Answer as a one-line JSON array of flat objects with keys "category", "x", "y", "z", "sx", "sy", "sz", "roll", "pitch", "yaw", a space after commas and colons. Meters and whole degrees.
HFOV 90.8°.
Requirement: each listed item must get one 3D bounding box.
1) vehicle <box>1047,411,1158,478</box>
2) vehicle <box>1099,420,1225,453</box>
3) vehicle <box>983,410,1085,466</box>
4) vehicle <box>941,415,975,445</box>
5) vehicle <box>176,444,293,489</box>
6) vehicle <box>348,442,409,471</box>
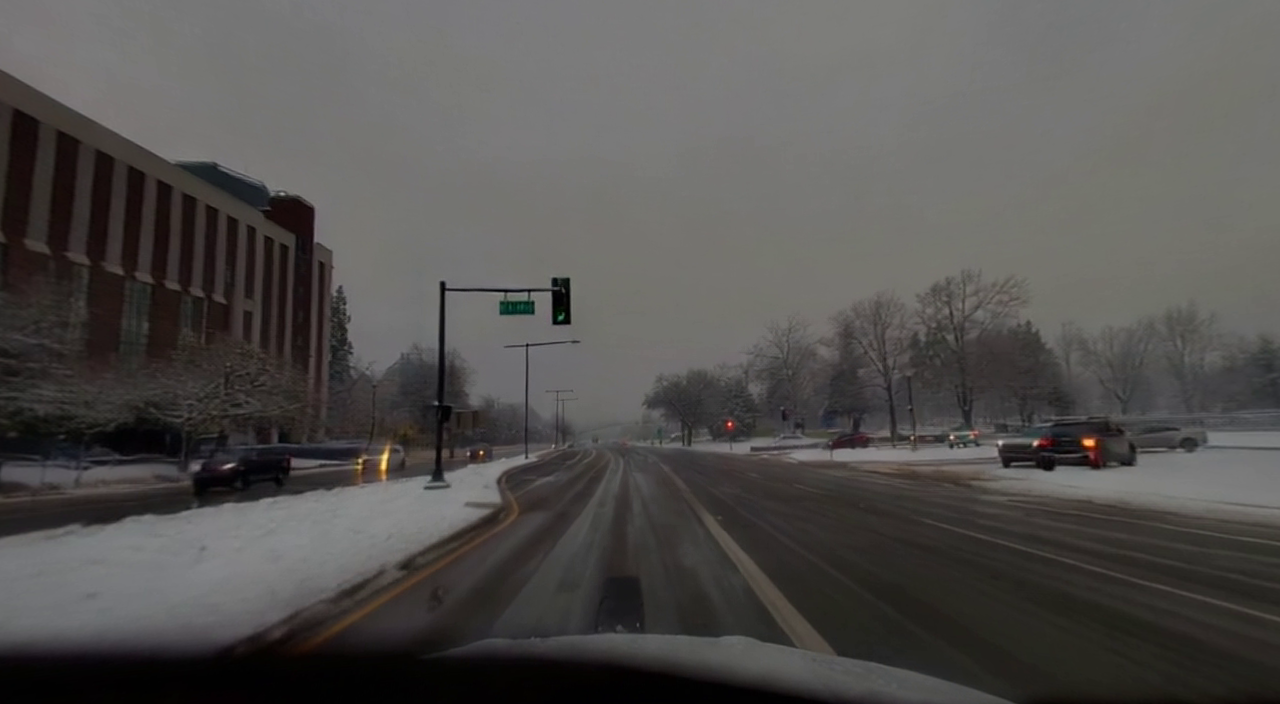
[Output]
[{"category": "vehicle", "x": 17.177, "y": 3.407, "z": 23.656, "sx": 1.686, "sy": 2.284, "sz": 3.164, "roll": -1, "pitch": -7, "yaw": 1}, {"category": "vehicle", "x": 31.547, "y": 5.106, "z": 38.275, "sx": 5.509, "sy": 1.904, "sz": 2.614, "roll": 0, "pitch": -8, "yaw": -6}, {"category": "vehicle", "x": 21.908, "y": 4.722, "z": 35.073, "sx": 5.332, "sy": 2.719, "sz": 2.336, "roll": 1, "pitch": -8, "yaw": -31}, {"category": "vehicle", "x": 24.980, "y": 6.138, "z": 49.742, "sx": 1.246, "sy": 2.287, "sz": 2.709, "roll": -1, "pitch": -8, "yaw": 2}, {"category": "vehicle", "x": -18.263, "y": 5.131, "z": 28.809, "sx": 2.041, "sy": 1.826, "sz": 4.878, "roll": -1, "pitch": -8, "yaw": 1}, {"category": "vehicle", "x": -18.422, "y": 7.330, "z": 44.702, "sx": 2.284, "sy": 1.801, "sz": 4.822, "roll": -3, "pitch": -8, "yaw": 0}]
